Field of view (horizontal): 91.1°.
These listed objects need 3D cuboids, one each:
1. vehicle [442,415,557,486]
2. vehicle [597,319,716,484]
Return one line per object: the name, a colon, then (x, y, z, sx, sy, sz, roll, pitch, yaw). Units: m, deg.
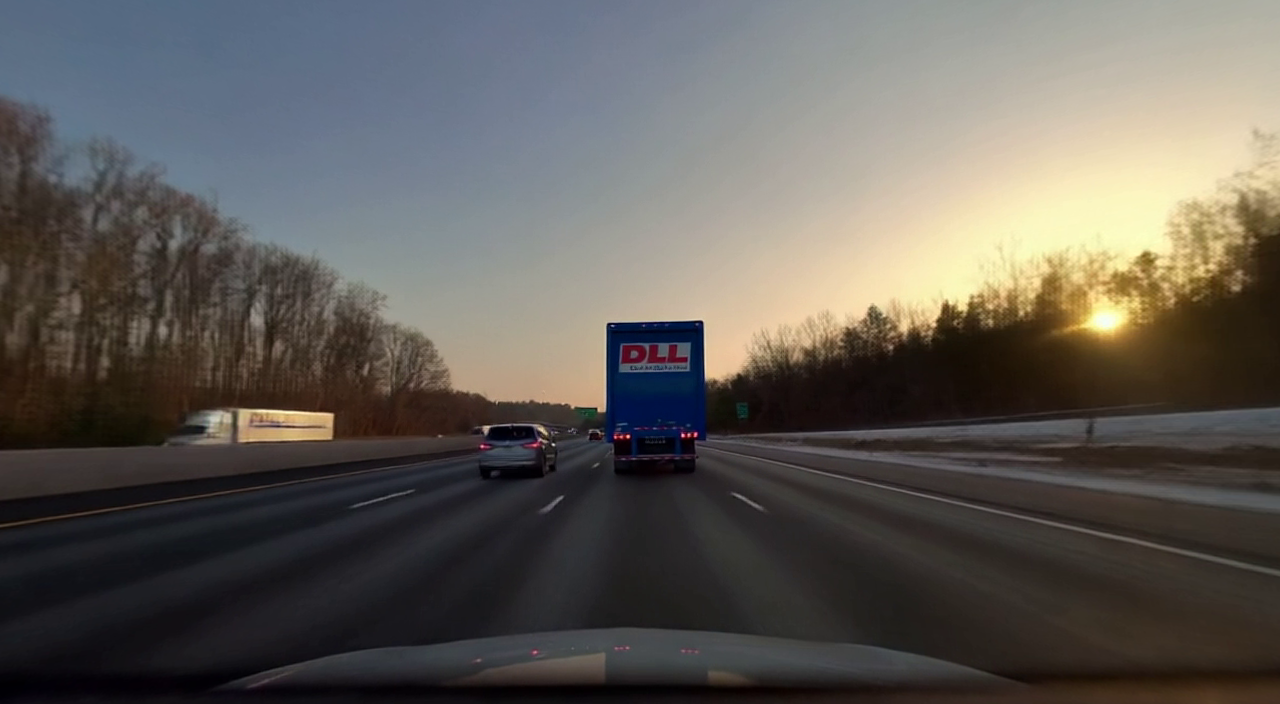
vehicle: (-3.949, 2.867, 18.738, 2.394, 1.787, 5.186, 0, -8, -2)
vehicle: (0.271, 1.823, 20.479, 3.011, 4.211, 8.926, 0, -8, -2)
